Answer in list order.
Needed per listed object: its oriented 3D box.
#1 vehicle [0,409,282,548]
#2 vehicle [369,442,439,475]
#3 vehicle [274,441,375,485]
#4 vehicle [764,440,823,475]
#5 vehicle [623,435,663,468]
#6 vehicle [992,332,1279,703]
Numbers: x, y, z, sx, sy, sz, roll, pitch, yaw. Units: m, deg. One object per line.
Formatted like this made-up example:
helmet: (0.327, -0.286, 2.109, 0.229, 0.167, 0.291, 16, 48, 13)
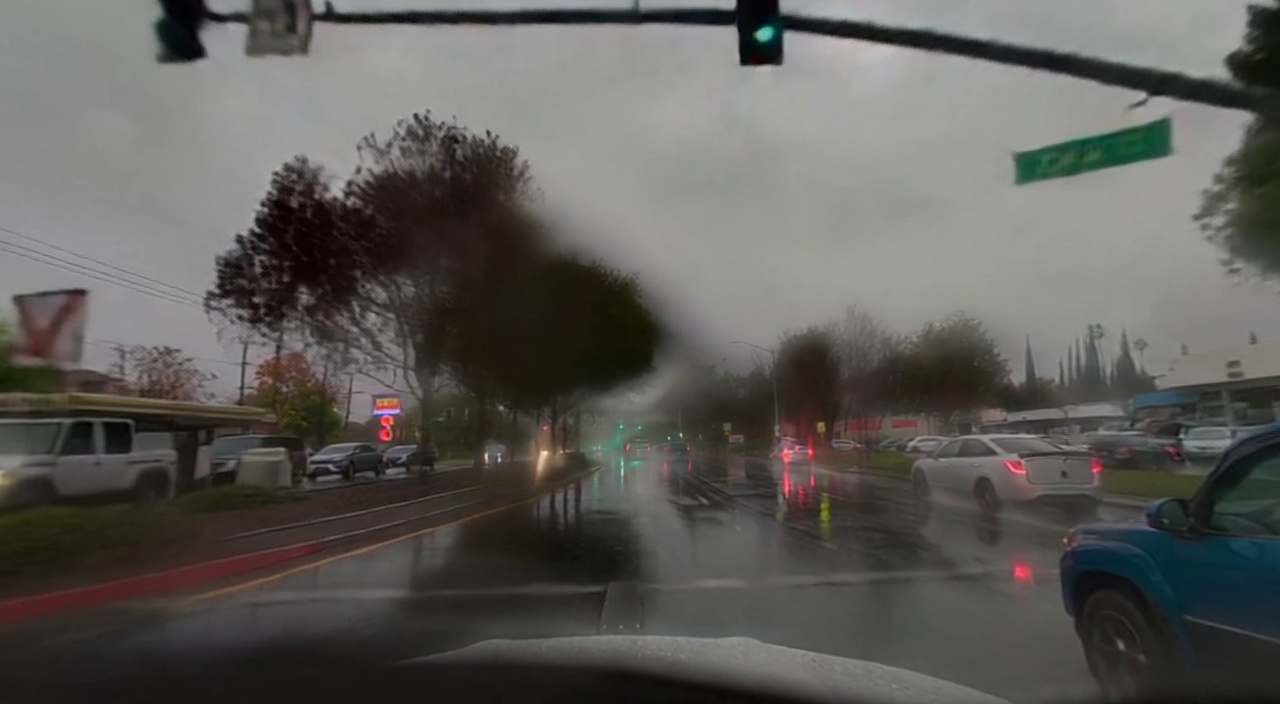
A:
vehicle: (-10.465, 2.293, 12.302, 2.909, 1.956, 6.908, 0, -8, 1)
vehicle: (-14.046, 6.334, 37.975, 2.159, 1.836, 5.038, 0, -8, 1)
vehicle: (-14.455, 5.089, 29.331, 2.242, 1.836, 4.811, 0, -8, -1)
vehicle: (7.209, 4.990, 30.054, 1.879, 1.517, 4.006, 0, -8, 1)
vehicle: (0.157, 6.246, 39.696, 2.402, 1.938, 4.535, 0, -8, -1)
vehicle: (3.459, 0.741, 2.054, 2.076, 1.716, 4.416, 0, -8, 0)
